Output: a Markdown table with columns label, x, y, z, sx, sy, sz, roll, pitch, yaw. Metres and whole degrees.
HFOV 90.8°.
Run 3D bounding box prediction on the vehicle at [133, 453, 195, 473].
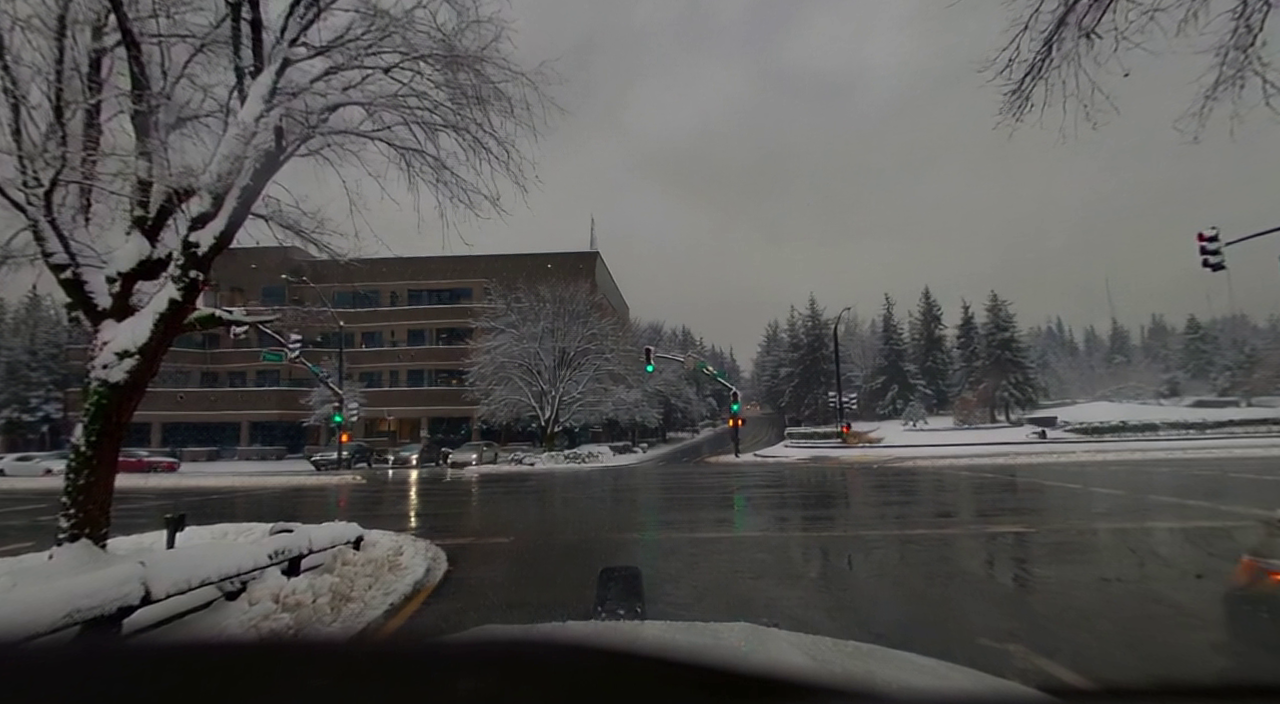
| label | x | y | z | sx | sy | sz | roll | pitch | yaw |
| --- | --- | --- | --- | --- | --- | --- | --- | --- | --- |
| vehicle | -36.442 | 8.474 | 48.482 | 1.709 | 1.410 | 3.945 | 0 | -9 | -2 |

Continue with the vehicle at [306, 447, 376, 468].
| label | x | y | z | sx | sy | sz | roll | pitch | yaw |
| --- | --- | --- | --- | --- | --- | --- | --- | --- | --- |
| vehicle | -21.990 | 7.774 | 46.540 | 4.207 | 1.508 | 1.875 | 0 | -9 | 2 |

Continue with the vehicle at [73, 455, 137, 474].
| label | x | y | z | sx | sy | sz | roll | pitch | yaw |
| --- | --- | --- | --- | --- | --- | --- | --- | --- | --- |
| vehicle | -41.355 | 8.682 | 48.942 | 1.651 | 1.379 | 3.787 | 0 | -9 | 0 |

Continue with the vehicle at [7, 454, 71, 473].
| label | x | y | z | sx | sy | sz | roll | pitch | yaw |
| --- | --- | --- | --- | --- | --- | --- | --- | --- | --- |
| vehicle | -46.388 | 8.591 | 48.811 | 1.627 | 1.392 | 3.330 | 0 | -9 | -1 |
